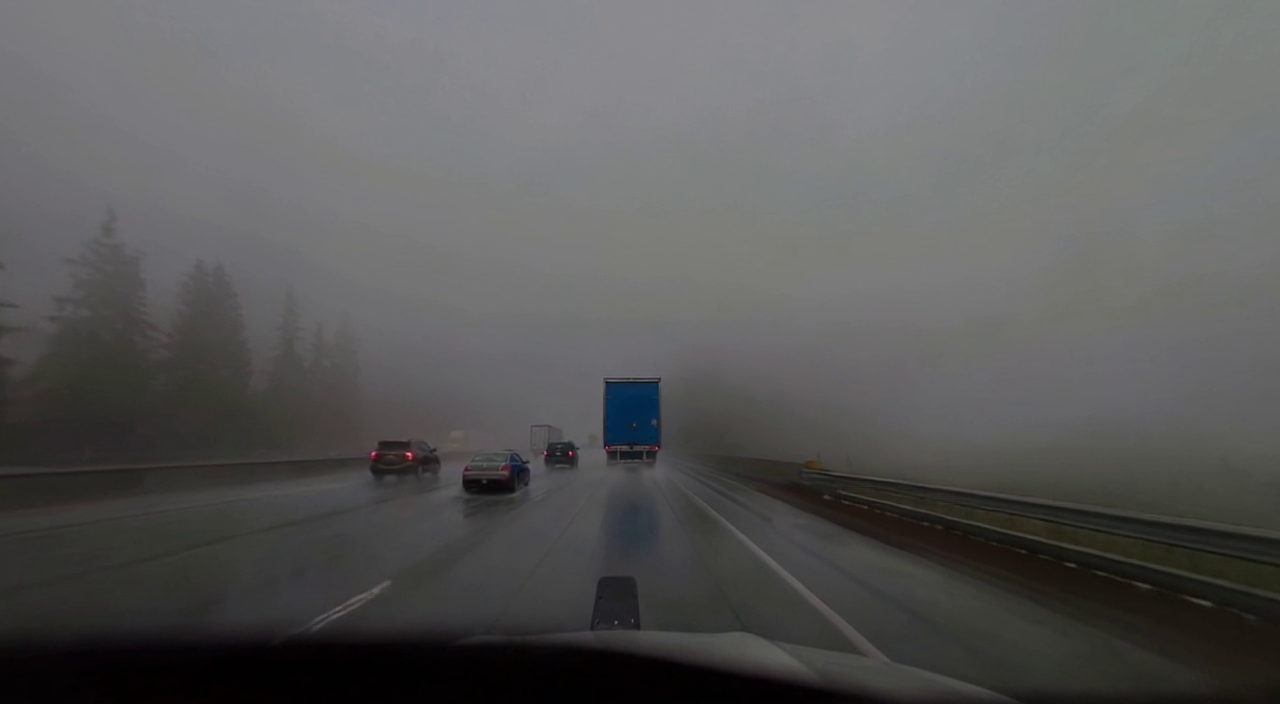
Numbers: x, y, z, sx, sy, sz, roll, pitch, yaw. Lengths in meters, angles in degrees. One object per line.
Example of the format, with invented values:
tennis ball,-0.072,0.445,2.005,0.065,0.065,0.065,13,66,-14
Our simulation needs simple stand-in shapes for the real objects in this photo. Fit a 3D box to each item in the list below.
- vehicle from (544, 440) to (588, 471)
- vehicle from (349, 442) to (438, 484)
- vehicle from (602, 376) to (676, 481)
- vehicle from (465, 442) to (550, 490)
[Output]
vehicle,-4.368,6.182,37.830,2.158,1.680,4.087,0,-8,0
vehicle,-10.058,4.521,26.056,1.952,1.590,4.090,-1,-8,1
vehicle,-0.265,3.782,30.270,2.913,4.113,10.724,0,-8,-2
vehicle,-4.686,4.077,22.900,2.164,1.582,3.979,0,-8,0
